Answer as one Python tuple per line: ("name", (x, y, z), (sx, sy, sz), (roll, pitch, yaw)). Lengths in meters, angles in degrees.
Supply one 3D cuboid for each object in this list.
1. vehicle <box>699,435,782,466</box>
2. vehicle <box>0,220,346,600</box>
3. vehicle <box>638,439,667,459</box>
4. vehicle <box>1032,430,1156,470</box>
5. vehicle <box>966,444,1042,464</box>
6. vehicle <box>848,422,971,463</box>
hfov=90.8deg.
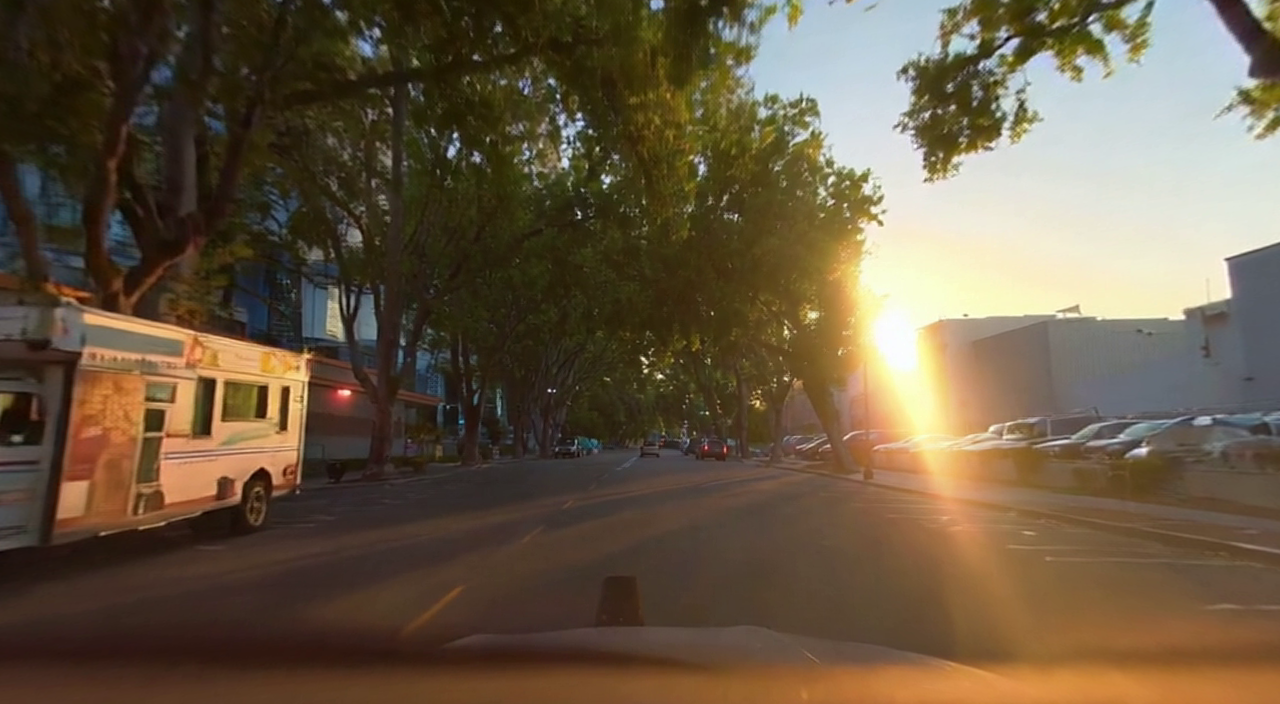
("vehicle", (5.958, 5.811, 37.281), (4.626, 1.723, 1.939), (5, -10, -31))
("vehicle", (-6.987, 0.915, 8.191), (2.968, 3.222, 7.036), (-1, -8, -1))
("vehicle", (0.912, 7.419, 48.516), (2.046, 1.445, 4.001), (0, -8, -2))
("vehicle", (26.557, 5.750, 37.105), (5.596, 2.168, 2.307), (2, -8, -3))
("vehicle", (27.376, 7.665, 47.557), (4.558, 1.452, 1.790), (0, -8, 0))
("vehicle", (14.470, 4.893, 34.178), (5.540, 2.045, 2.259), (0, -8, 0))
